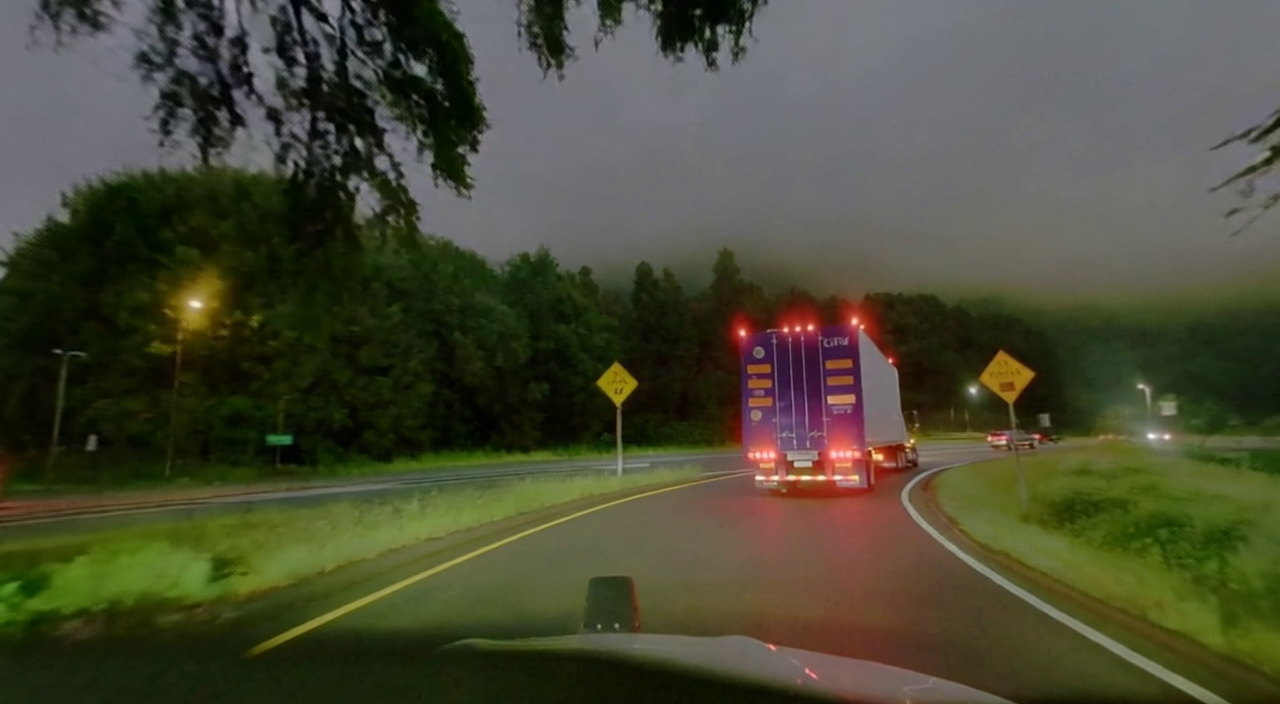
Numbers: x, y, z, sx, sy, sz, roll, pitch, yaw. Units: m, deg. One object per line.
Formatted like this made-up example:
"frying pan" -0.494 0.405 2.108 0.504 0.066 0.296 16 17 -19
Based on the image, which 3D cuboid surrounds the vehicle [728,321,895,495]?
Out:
"vehicle" 5.357 1.786 18.045 2.937 3.647 9.344 -4 -9 24
